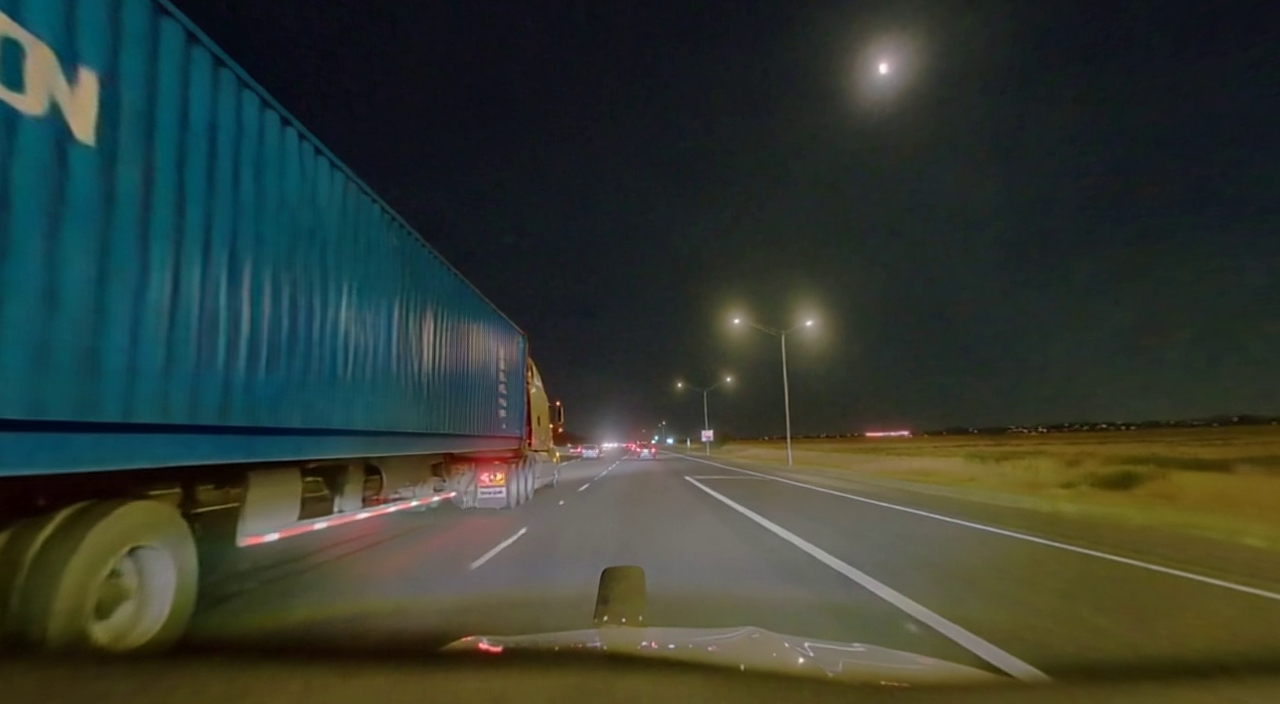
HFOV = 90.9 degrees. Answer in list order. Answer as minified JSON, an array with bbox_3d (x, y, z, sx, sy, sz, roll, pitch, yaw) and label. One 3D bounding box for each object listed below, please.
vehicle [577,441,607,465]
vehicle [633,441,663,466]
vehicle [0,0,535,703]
[{"bbox_3d":[-3.703,7.877,49.333,1.995,1.745,4.187,0,-8,1],"label":"vehicle"},{"bbox_3d":[0.550,7.467,46.432,2.136,1.718,4.157,0,-8,0],"label":"vehicle"},{"bbox_3d":[-3.912,0.406,7.499,2.840,4.032,13.388,0,-8,1],"label":"vehicle"}]
